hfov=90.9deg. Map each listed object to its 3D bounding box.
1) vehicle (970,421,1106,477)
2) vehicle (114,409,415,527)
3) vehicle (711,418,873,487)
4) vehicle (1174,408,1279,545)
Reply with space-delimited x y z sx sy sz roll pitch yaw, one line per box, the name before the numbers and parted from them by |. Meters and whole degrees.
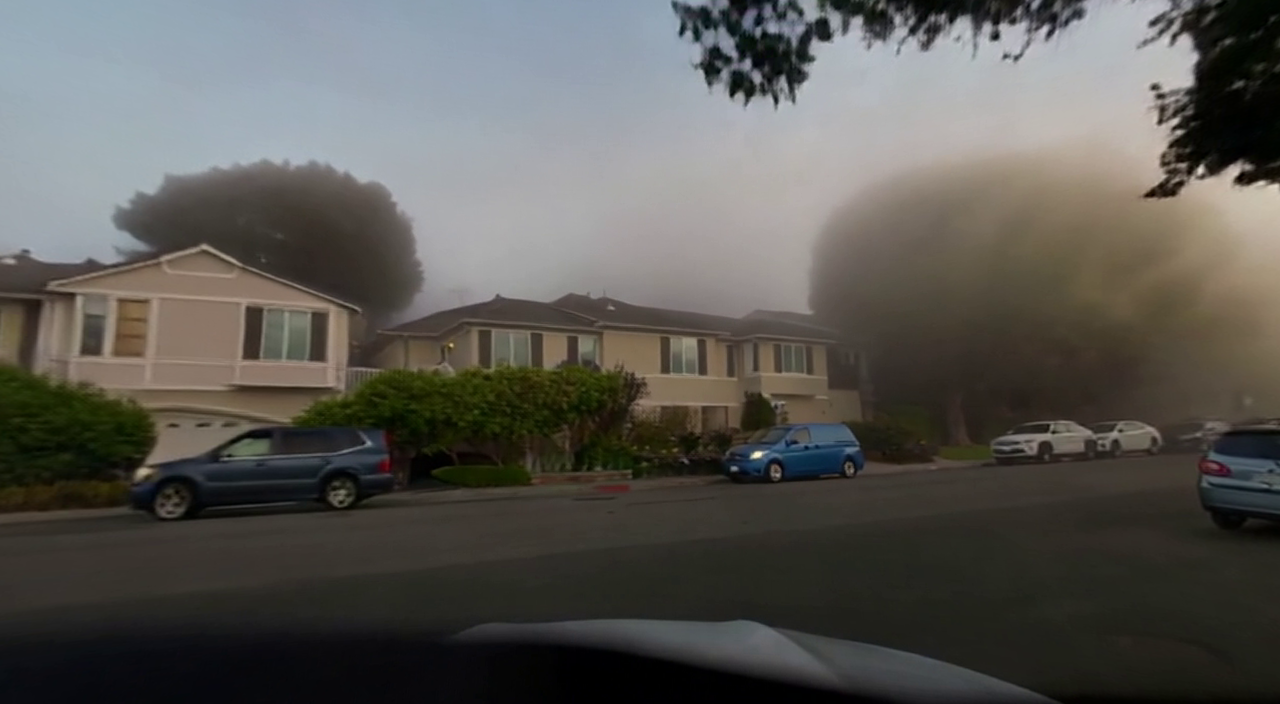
vehicle | 12.295 2.915 19.459 3.785 1.488 1.828 2 -6 -28
vehicle | -5.864 1.774 10.170 3.746 1.518 1.845 6 -7 -33
vehicle | 3.740 2.429 15.528 3.513 1.507 1.798 4 -7 -26
vehicle | 9.029 1.497 7.894 4.226 1.507 2.008 4 -8 -28
